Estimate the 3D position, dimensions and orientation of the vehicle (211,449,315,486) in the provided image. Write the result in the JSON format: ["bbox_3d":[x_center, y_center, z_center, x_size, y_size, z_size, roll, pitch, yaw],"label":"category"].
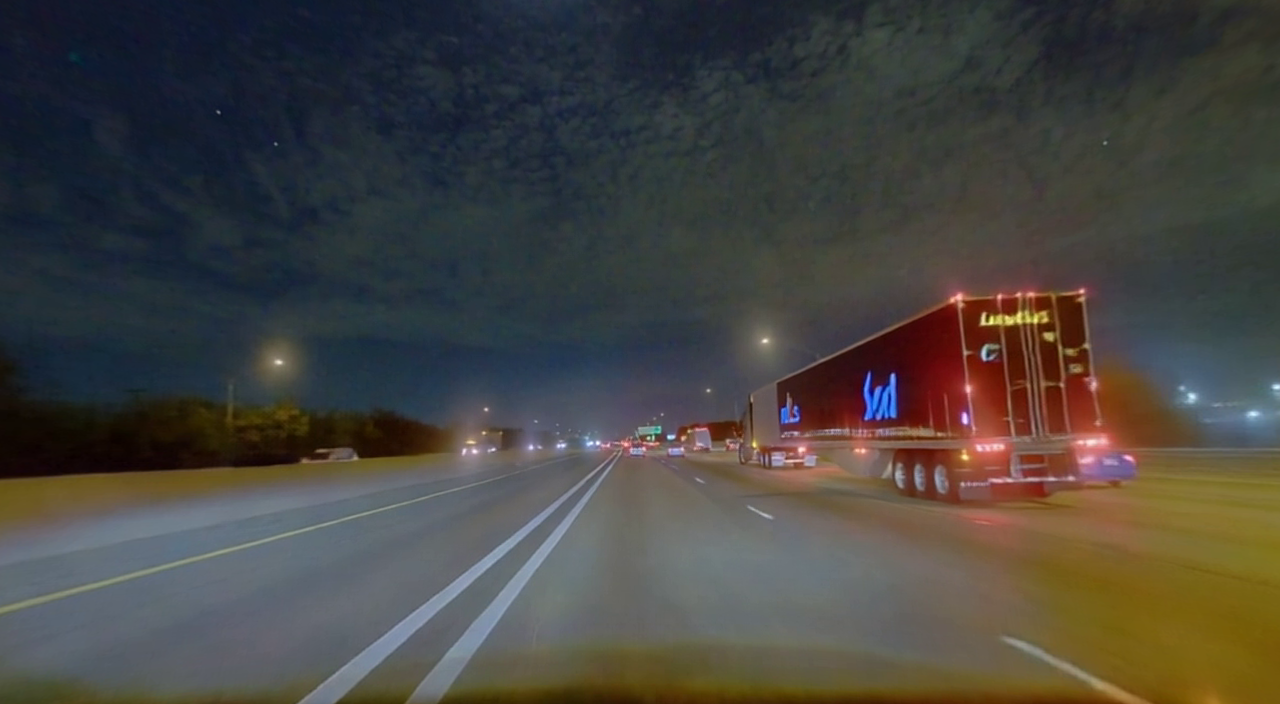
[{"bbox_3d":[-19.365,5.907,32.792,2.272,1.726,5.194,0,-8,-1],"label":"vehicle"}]

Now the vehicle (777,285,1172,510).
[{"bbox_3d":[7.840,1.996,19.750,2.892,4.128,16.495,0,-8,-2],"label":"vehicle"}]
